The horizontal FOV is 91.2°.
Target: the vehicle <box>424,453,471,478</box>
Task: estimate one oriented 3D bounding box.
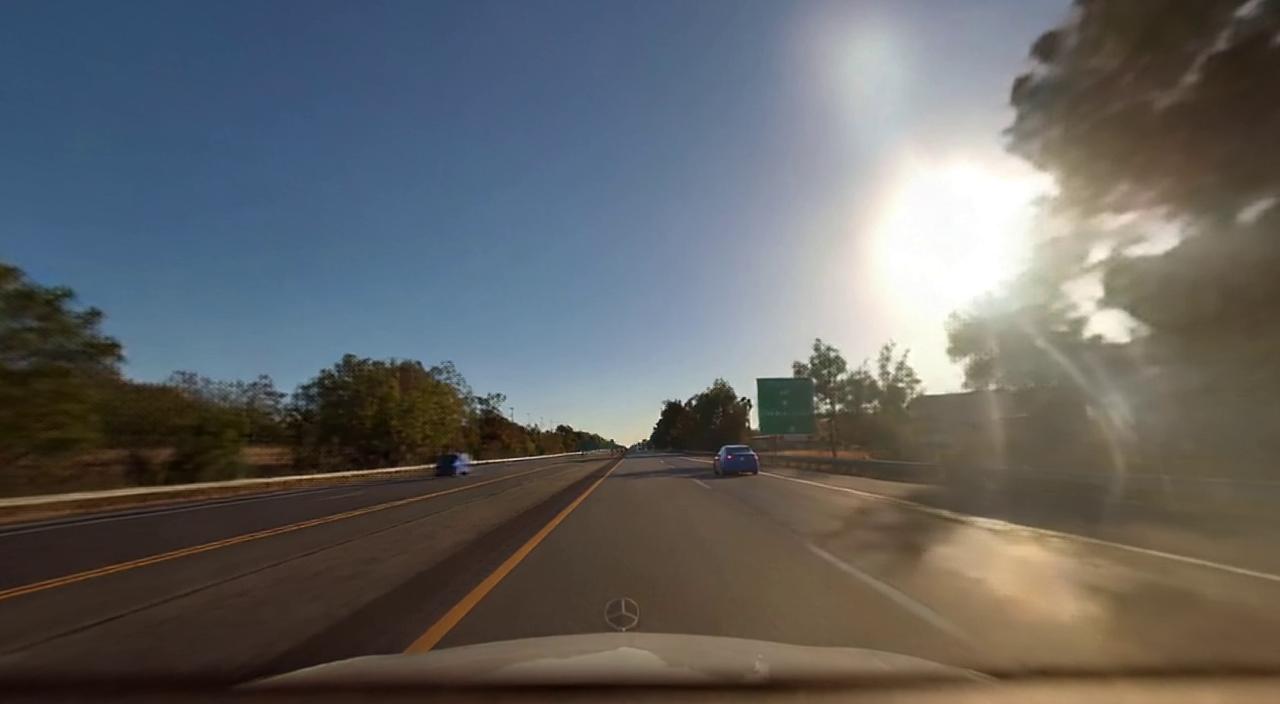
[{"bbox_3d":[-13.933,8.204,45.650,2.002,1.675,4.474,-1,-9,0],"label":"vehicle"}]

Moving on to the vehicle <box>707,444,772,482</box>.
[{"bbox_3d":[4.106,4.671,26.634,1.981,1.440,4.125,0,-9,-1],"label":"vehicle"}]
